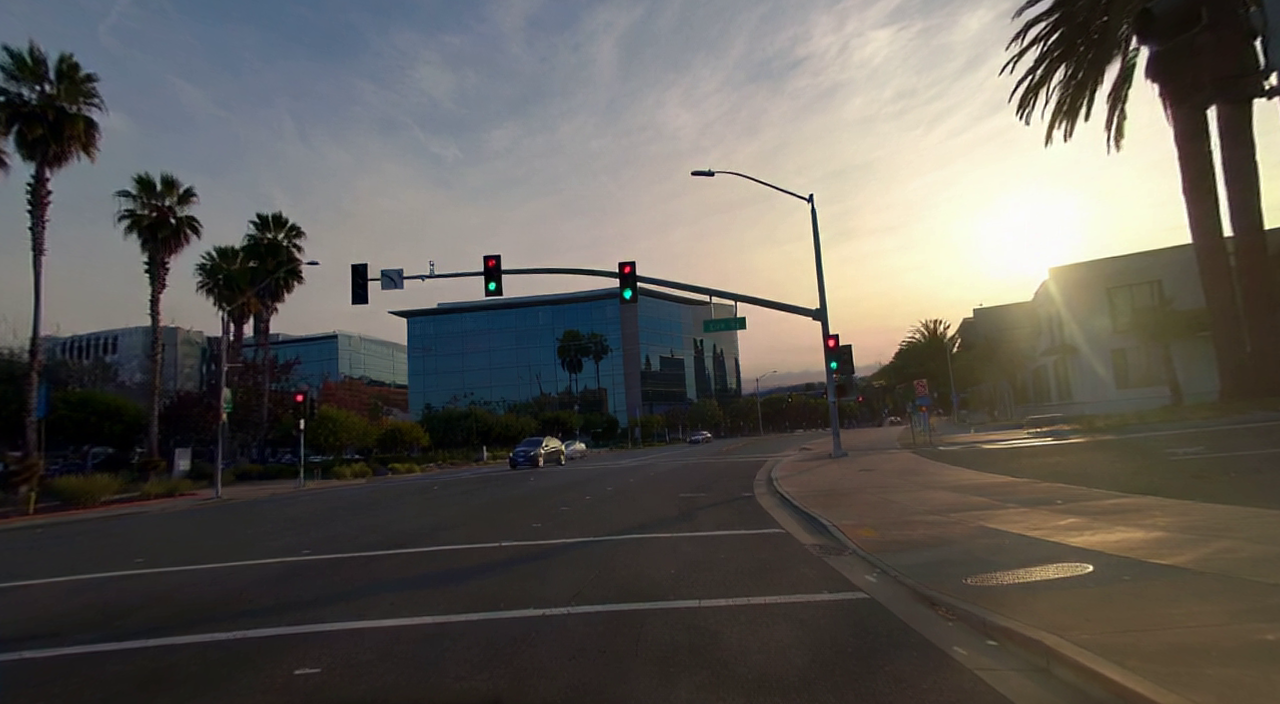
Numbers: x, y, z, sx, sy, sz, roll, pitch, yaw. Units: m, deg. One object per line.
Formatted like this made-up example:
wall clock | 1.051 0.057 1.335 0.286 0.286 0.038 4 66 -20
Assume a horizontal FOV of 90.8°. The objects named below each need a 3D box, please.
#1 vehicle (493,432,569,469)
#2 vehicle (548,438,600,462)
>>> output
vehicle | -5.683 5.232 33.630 2.181 1.792 4.648 -3 -9 16
vehicle | -4.936 7.389 47.754 2.118 1.647 4.310 -4 -9 21
